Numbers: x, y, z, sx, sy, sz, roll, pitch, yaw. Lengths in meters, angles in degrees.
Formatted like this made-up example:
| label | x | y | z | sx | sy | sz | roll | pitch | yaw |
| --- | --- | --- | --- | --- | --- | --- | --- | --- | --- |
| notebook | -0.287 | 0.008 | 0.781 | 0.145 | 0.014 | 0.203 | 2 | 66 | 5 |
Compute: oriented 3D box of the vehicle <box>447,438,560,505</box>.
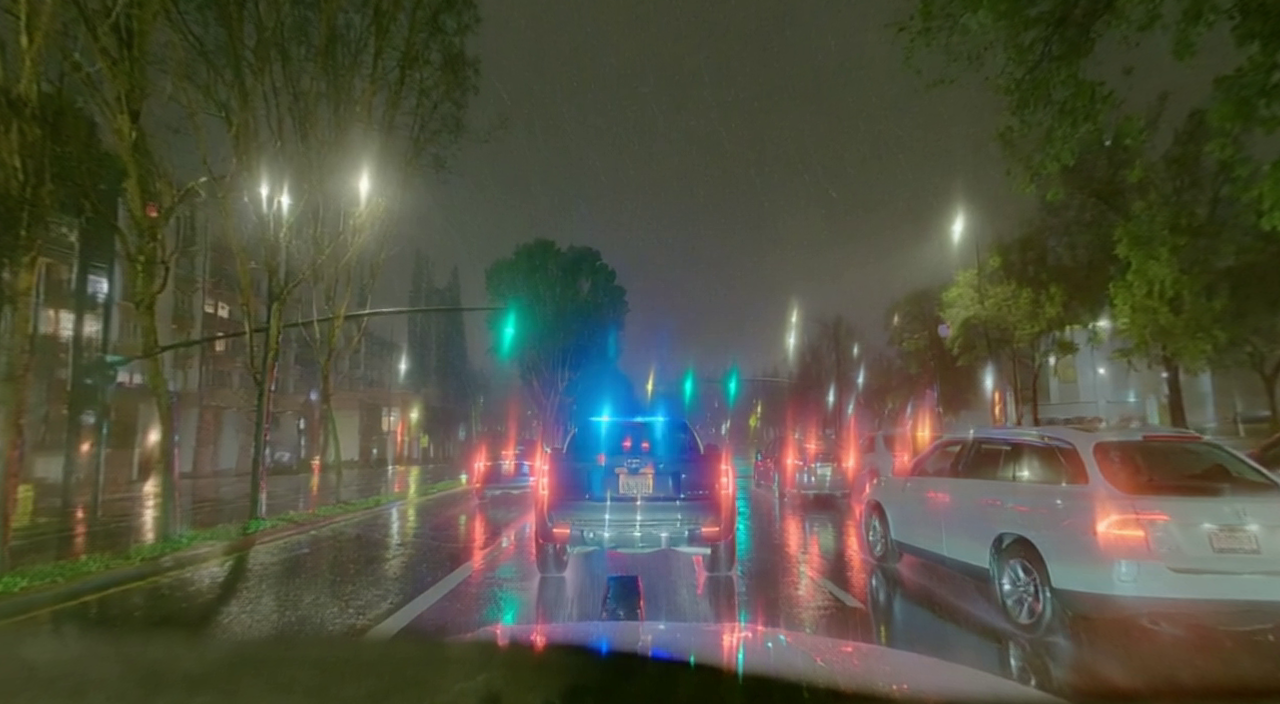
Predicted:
| label | x | y | z | sx | sy | sz | roll | pitch | yaw |
| --- | --- | --- | --- | --- | --- | --- | --- | --- | --- |
| vehicle | -3.306 | 2.980 | 16.209 | 1.913 | 1.464 | 4.276 | 0 | -8 | 0 |

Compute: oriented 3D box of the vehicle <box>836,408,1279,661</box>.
| label | x | y | z | sx | sy | sz | roll | pitch | yaw |
| --- | --- | --- | --- | --- | --- | --- | --- | --- | --- |
| vehicle | 3.646 | 1.413 | 6.077 | 1.995 | 1.483 | 4.533 | 0 | -8 | -1 |

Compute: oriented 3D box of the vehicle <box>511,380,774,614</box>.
| label | x | y | z | sx | sy | sz | roll | pitch | yaw |
| --- | --- | --- | --- | --- | --- | --- | --- | --- | --- |
| vehicle | -0.030 | 1.457 | 7.264 | 2.038 | 1.819 | 4.505 | 0 | -8 | -1 |
